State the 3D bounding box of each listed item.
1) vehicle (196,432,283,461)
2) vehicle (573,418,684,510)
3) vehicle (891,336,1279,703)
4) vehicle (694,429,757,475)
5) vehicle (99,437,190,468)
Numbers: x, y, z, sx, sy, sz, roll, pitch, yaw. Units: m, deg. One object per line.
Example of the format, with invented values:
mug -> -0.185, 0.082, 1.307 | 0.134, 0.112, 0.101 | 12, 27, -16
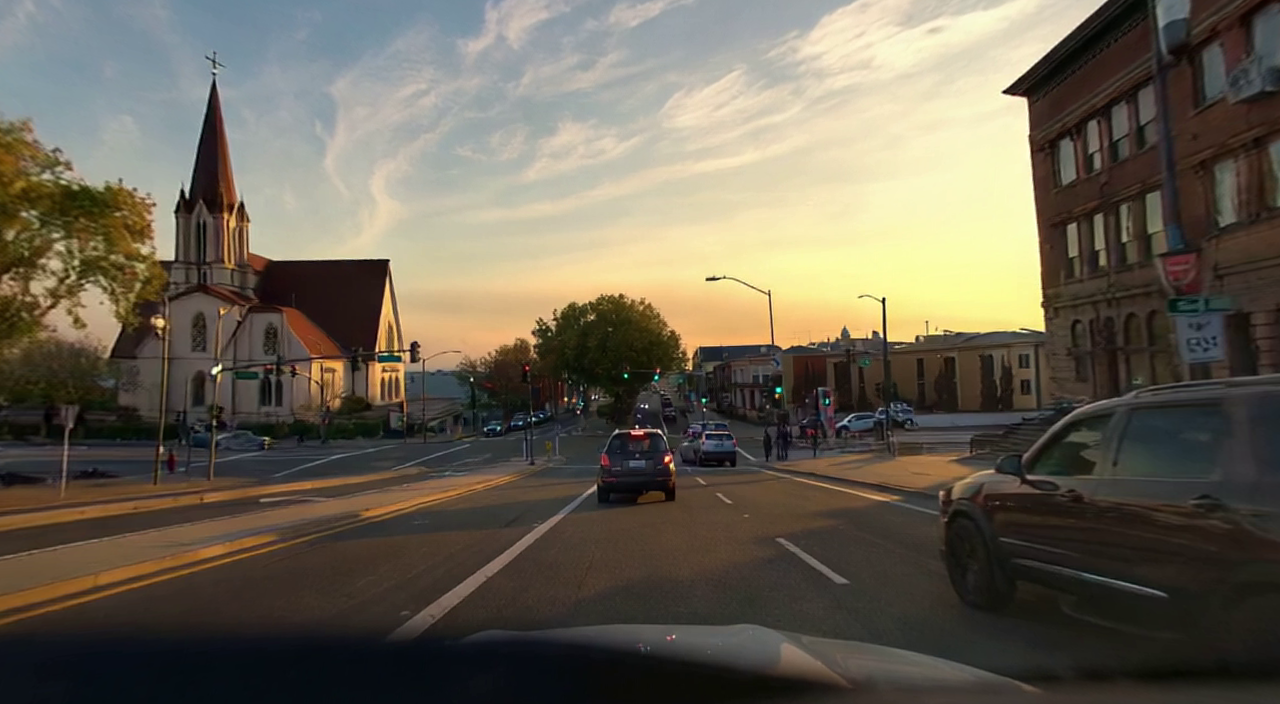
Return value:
vehicle -> -29.521, 6.940, 46.659 | 4.955, 1.828, 2.268 | -1, -3, -2
vehicle -> -0.141, 2.491, 14.477 | 2.168, 1.776, 4.135 | 0, -8, 2
vehicle -> 3.650, 1.039, 4.122 | 2.080, 1.735, 4.650 | 0, -8, 0
vehicle -> 3.907, 4.693, 29.963 | 2.228, 1.922, 5.335 | 1, -8, 0
vehicle -> -33.902, 6.873, 43.279 | 4.551, 1.784, 2.121 | 0, 0, -1
